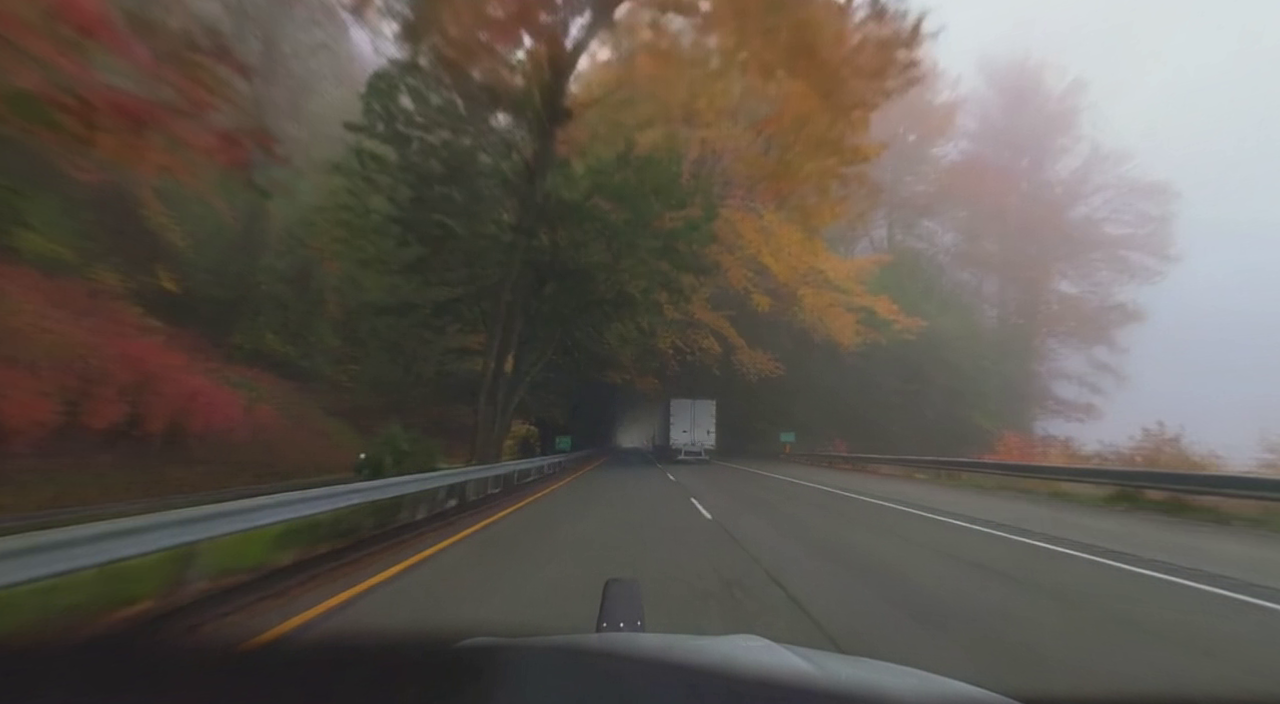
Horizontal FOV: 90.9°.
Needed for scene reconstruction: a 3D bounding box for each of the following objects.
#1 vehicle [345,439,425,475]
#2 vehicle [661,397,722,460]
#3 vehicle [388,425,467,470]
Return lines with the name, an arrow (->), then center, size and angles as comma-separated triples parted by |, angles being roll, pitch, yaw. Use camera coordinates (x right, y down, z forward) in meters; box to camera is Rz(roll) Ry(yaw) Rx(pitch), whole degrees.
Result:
vehicle -> -13.452, 5.554, 33.638 | 2.007, 1.714, 5.291 | 0, -8, 1
vehicle -> 3.578, 6.022, 48.307 | 3.357, 4.101, 14.659 | 0, -8, 0
vehicle -> -13.513, 6.135, 40.707 | 2.497, 2.625, 7.038 | 0, -8, 1
